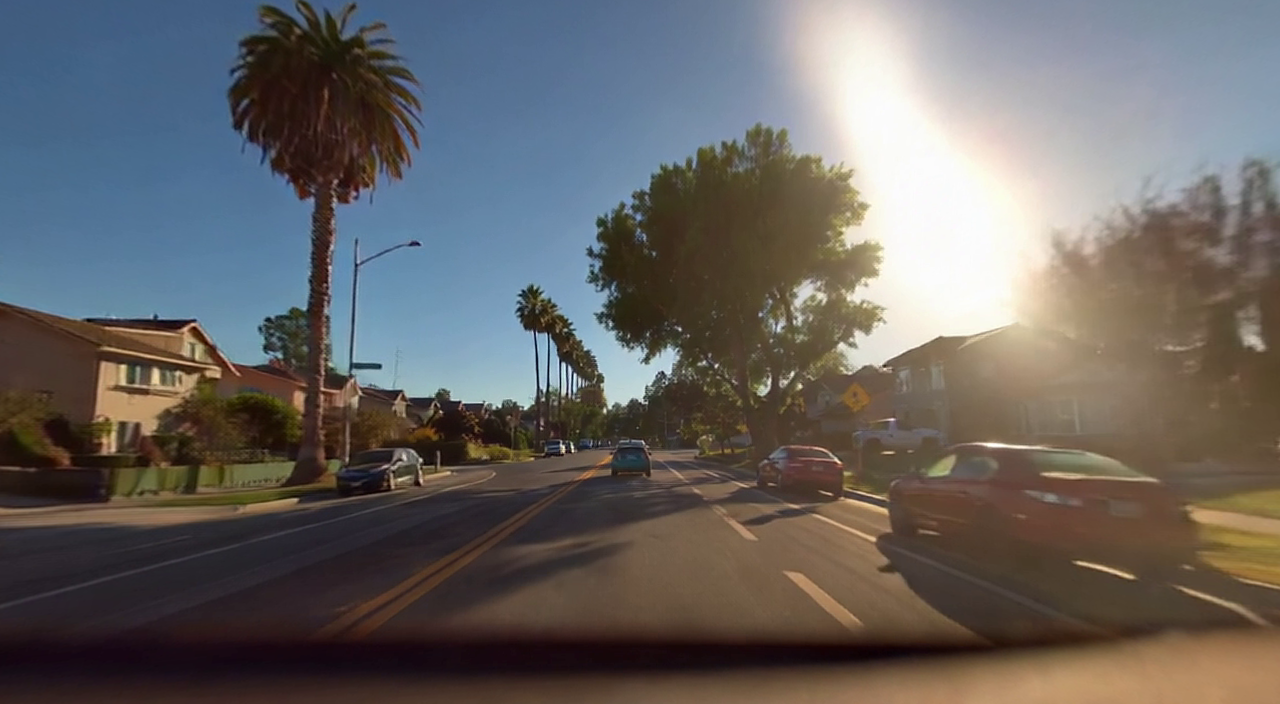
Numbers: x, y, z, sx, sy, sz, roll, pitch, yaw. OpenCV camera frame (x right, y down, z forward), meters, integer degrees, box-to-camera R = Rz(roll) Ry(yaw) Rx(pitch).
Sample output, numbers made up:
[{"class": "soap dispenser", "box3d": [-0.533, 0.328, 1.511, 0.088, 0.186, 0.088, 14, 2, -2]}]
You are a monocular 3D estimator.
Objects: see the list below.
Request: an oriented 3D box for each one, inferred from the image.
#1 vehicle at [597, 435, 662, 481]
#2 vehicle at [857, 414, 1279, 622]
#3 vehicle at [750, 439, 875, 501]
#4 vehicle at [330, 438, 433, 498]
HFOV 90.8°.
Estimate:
[{"class": "vehicle", "box3d": [-0.408, 3.751, 22.604, 2.098, 1.483, 4.099, 0, -8, -2]}, {"class": "vehicle", "box3d": [4.570, 1.734, 7.833, 2.017, 1.646, 5.389, 0, -9, 2]}, {"class": "vehicle", "box3d": [4.698, 3.295, 18.198, 2.013, 1.501, 5.235, 0, -8, -1]}, {"class": "vehicle", "box3d": [-8.804, 3.923, 21.921, 1.945, 1.666, 4.107, -3, -6, -2]}]
